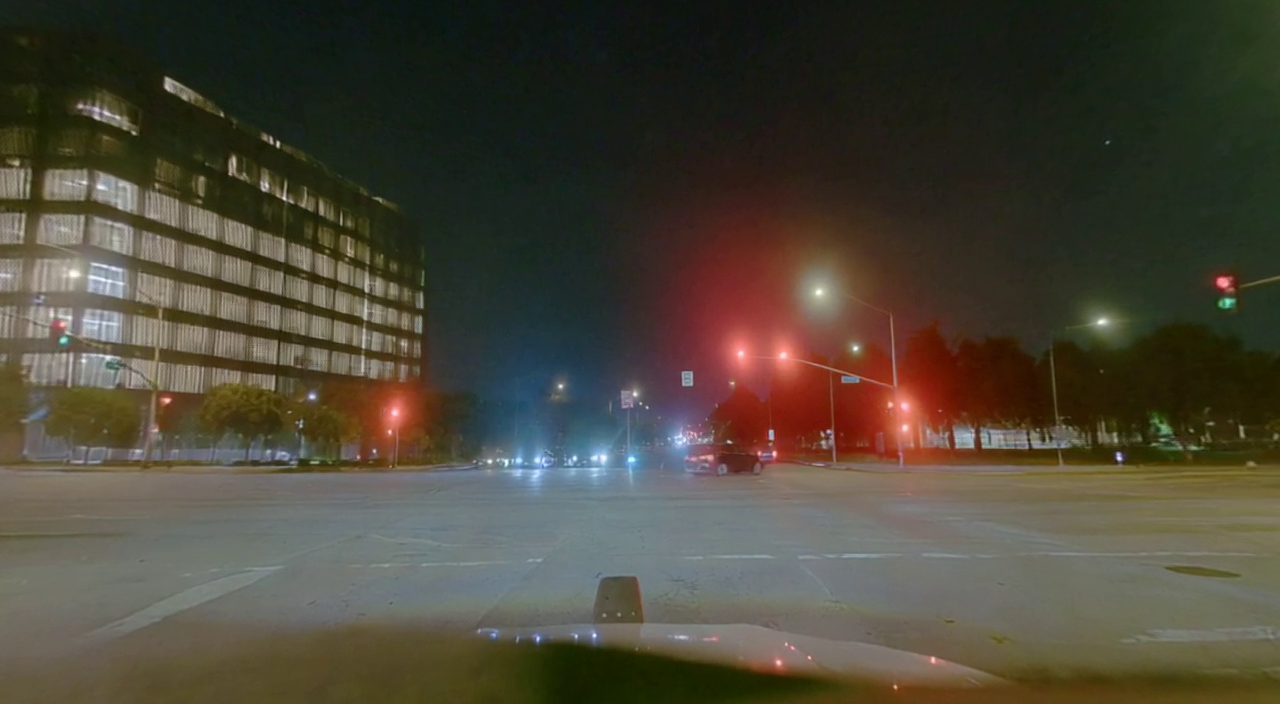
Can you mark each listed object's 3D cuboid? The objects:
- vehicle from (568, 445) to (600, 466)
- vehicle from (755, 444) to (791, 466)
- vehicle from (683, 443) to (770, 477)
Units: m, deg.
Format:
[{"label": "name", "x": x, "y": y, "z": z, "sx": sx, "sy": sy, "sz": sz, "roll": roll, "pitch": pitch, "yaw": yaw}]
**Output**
[{"label": "vehicle", "x": -4.363, "y": 8.124, "z": 49.750, "sx": 2.130, "sy": 1.613, "sz": 4.121, "roll": 0, "pitch": -8, "yaw": 0}, {"label": "vehicle", "x": 10.210, "y": 7.940, "z": 48.957, "sx": 1.955, "sy": 1.569, "sz": 4.397, "roll": 0, "pitch": -8, "yaw": 2}, {"label": "vehicle", "x": 4.141, "y": 5.056, "z": 29.851, "sx": 2.043, "sy": 1.454, "sz": 4.424, "roll": -7, "pitch": -11, "yaw": 38}]
